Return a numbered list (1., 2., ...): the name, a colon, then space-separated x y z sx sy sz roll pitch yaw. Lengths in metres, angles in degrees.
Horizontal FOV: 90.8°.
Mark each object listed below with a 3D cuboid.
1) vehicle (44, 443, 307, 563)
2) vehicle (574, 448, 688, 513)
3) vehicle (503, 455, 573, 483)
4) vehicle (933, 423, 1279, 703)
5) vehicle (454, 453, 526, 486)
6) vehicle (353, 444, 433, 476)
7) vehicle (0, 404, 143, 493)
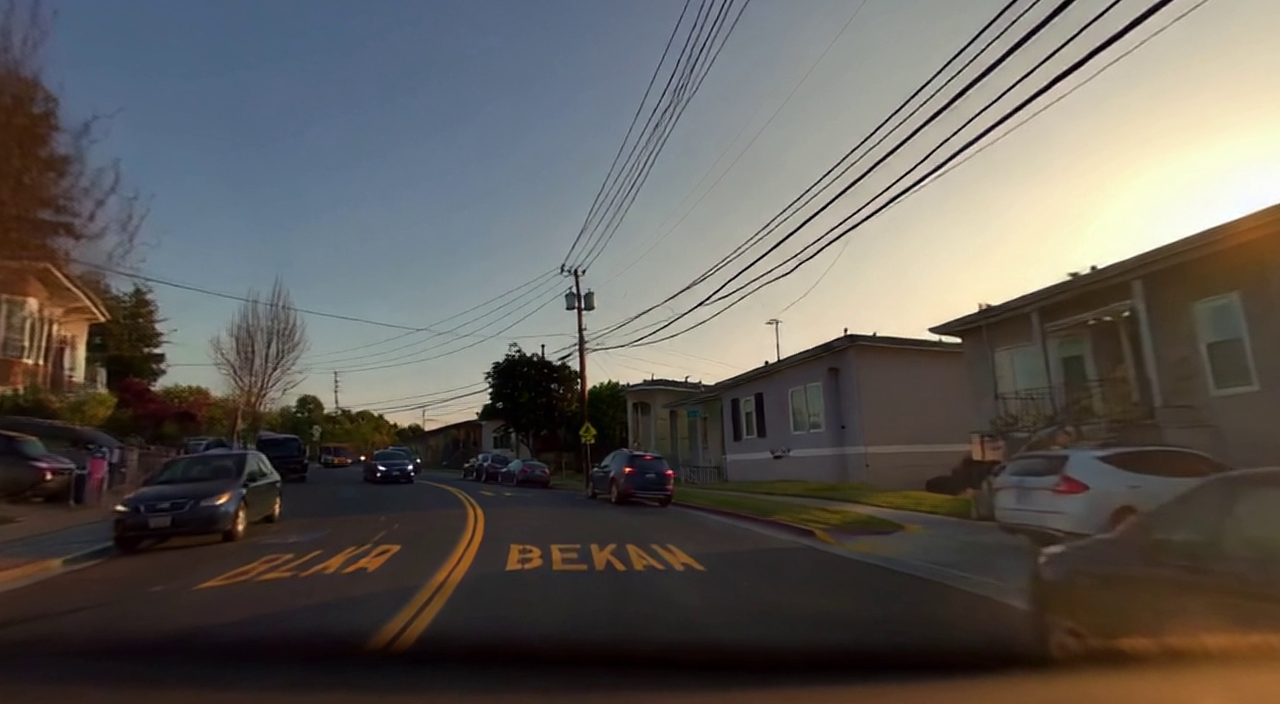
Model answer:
1. vehicle: -7.903 2.514 11.457 2.023 1.674 4.556 1 -9 -12
2. vehicle: -0.428 3.771 19.129 1.994 1.682 4.750 4 -9 -19
3. vehicle: -6.592 7.587 41.153 2.023 1.586 4.163 -9 -11 42
4. vehicle: 3.191 0.978 2.094 2.078 1.484 4.589 0 -9 -2
5. vehicle: -8.020 6.192 33.522 1.923 1.531 4.568 8 -12 -37
6. vehicle: -17.077 7.445 43.544 5.504 1.869 2.449 -7 -17 38
7. vehicle: -15.556 2.236 14.613 5.822 1.956 2.355 4 -9 -24
